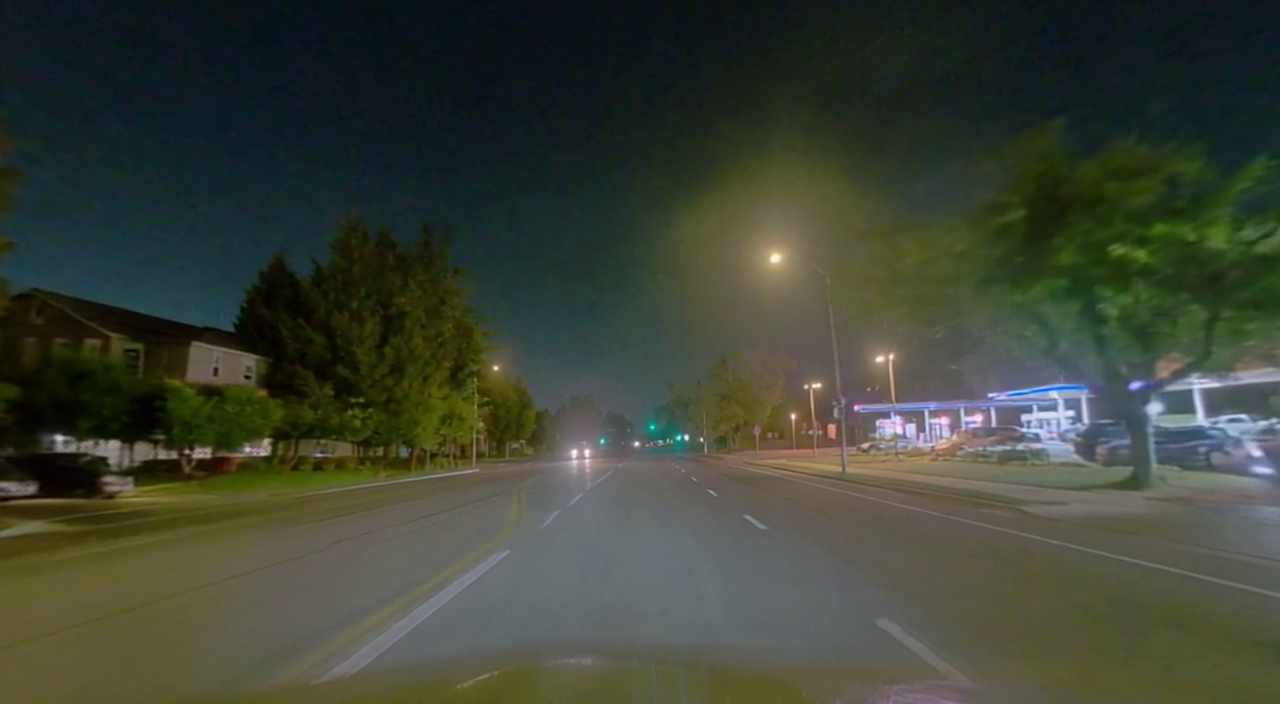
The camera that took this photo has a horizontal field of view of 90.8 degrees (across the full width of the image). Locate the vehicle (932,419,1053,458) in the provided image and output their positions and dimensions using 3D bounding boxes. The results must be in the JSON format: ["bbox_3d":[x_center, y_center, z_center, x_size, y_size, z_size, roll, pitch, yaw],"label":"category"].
[{"bbox_3d":[16.909,4.181,30.494,4.594,1.751,2.071,0,-8,-1],"label":"vehicle"}]

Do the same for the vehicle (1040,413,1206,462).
[{"bbox_3d":[17.592,3.151,23.171,4.426,1.700,2.077,0,-8,-4],"label":"vehicle"}]

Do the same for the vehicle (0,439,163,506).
[{"bbox_3d":[-19.840,4.007,21.731,2.280,1.968,5.805,0,-8,0],"label":"vehicle"}]

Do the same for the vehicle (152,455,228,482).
[{"bbox_3d":[-26.609,6.868,37.481,1.768,1.465,3.569,-1,-8,3],"label":"vehicle"}]
